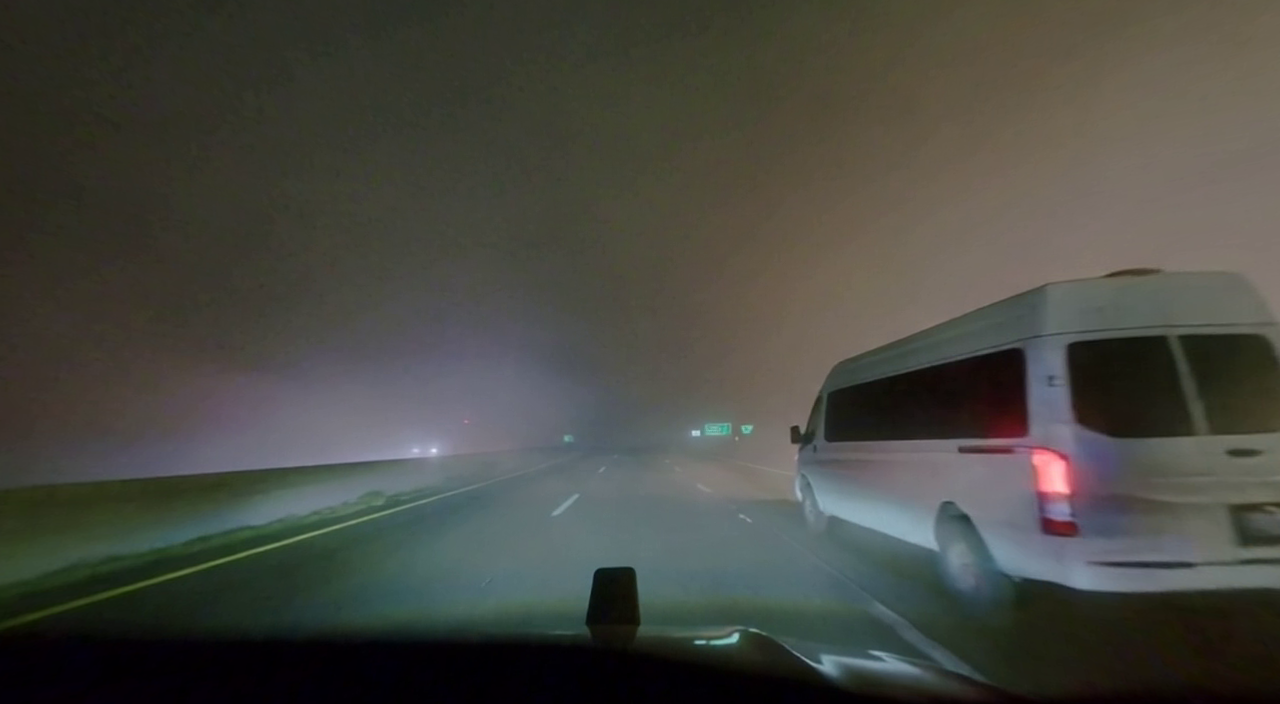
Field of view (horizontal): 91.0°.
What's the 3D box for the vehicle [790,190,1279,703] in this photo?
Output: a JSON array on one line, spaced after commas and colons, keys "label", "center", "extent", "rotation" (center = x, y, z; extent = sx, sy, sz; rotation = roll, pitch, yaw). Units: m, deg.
[{"label": "vehicle", "center": [3.735, 0.914, 6.722], "extent": [2.431, 2.667, 6.921], "rotation": [0, -8, -1]}]
